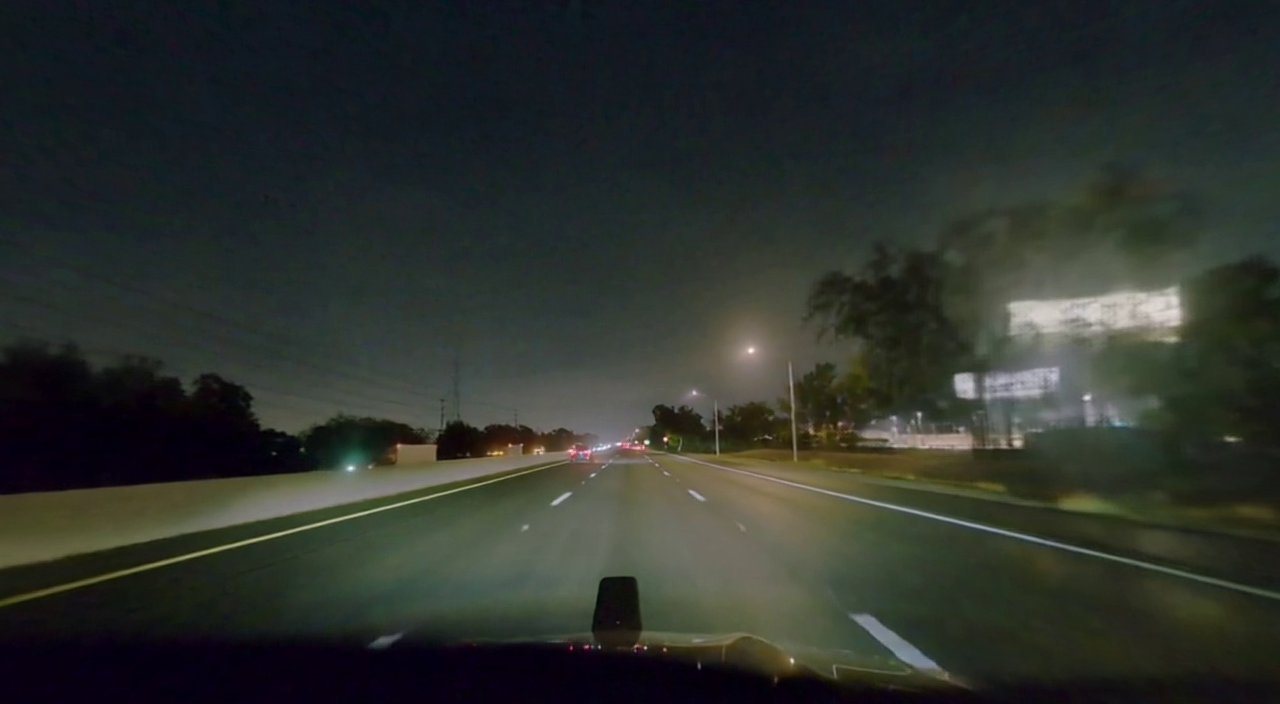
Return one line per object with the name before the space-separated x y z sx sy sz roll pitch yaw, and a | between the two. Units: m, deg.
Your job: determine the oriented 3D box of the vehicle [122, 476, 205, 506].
vehicle | -33.105 9.677 44.111 2.011 1.695 4.909 0 -8 -1
